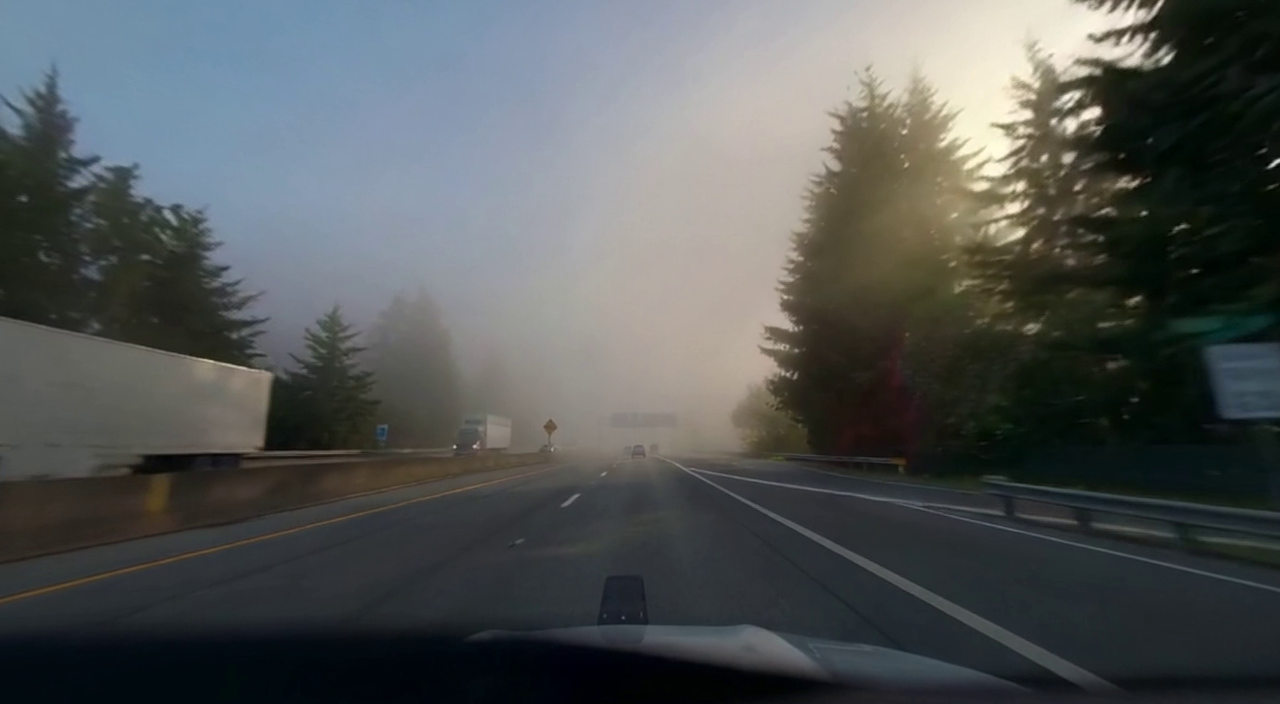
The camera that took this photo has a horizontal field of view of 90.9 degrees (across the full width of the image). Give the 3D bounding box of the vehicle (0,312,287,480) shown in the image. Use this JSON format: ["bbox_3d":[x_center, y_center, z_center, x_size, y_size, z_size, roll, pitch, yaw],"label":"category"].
[{"bbox_3d":[-16.319,1.581,18.138,2.878,3.843,16.564,0,-9,0],"label":"vehicle"}]
